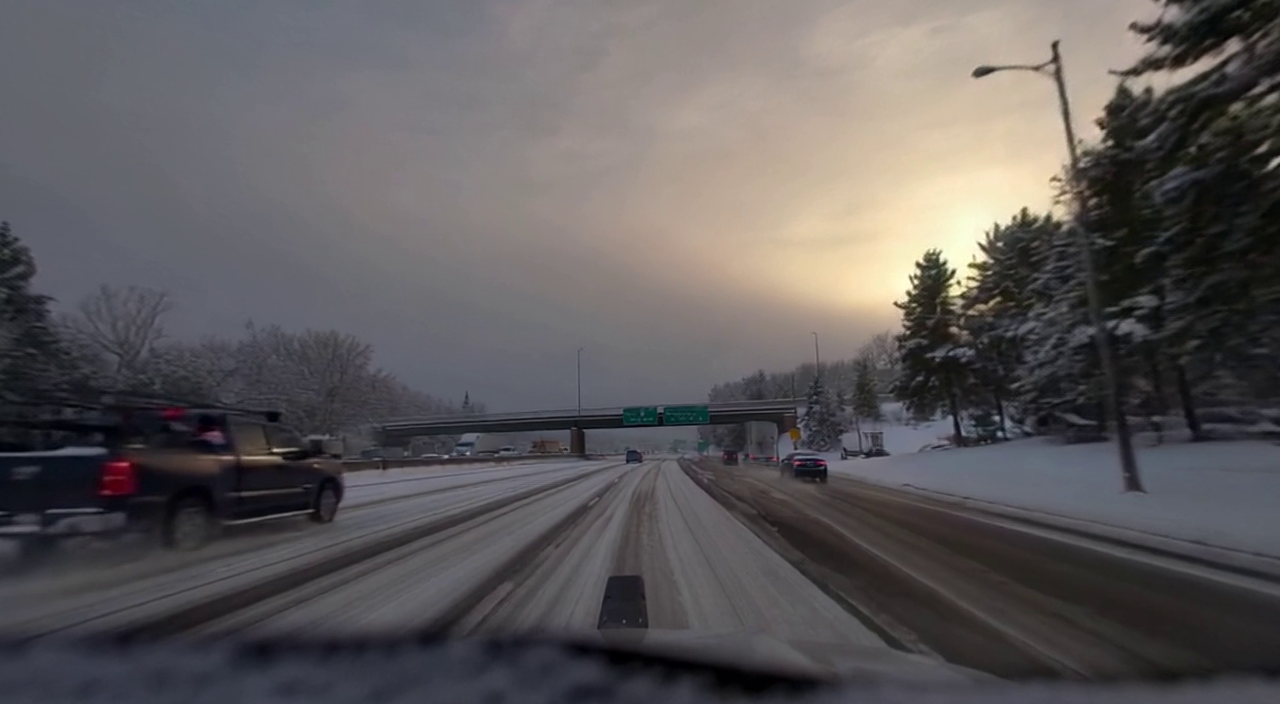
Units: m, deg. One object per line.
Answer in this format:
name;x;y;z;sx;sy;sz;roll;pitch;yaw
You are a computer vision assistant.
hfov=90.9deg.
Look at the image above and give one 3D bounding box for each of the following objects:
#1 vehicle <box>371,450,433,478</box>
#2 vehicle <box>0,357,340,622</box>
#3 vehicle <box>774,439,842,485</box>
vehicle;-15.388;7.234;41.059;2.113;1.640;4.337;0;-8;3
vehicle;-6.513;1.605;8.408;2.264;2.379;5.248;0;-8;1
vehicle;7.552;4.961;28.838;2.146;1.929;4.388;0;-8;4
